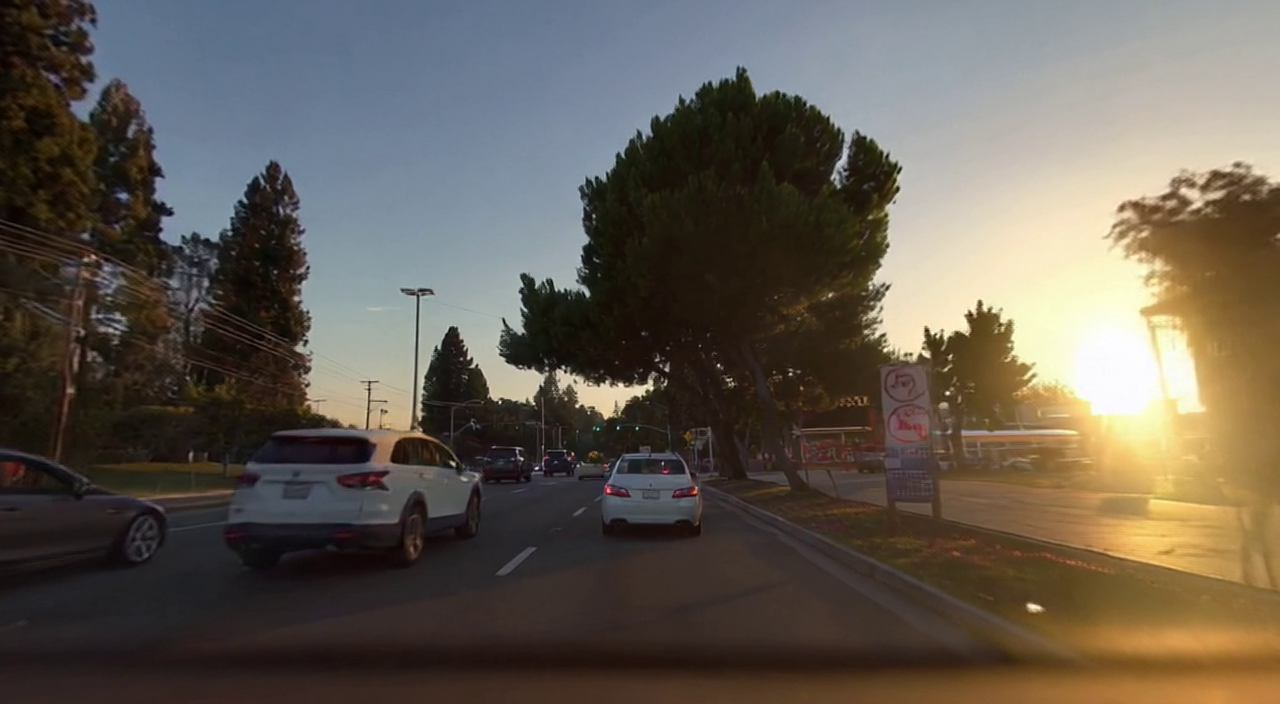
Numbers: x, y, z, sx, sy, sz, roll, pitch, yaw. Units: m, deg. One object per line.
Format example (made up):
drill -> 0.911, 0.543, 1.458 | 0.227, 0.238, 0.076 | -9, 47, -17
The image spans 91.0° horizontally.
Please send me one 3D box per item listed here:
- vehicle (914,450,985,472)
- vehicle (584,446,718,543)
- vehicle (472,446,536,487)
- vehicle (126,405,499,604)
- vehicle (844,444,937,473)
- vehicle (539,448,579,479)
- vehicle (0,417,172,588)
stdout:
vehicle -> 22.602, 7.985, 46.061 | 4.220, 1.550, 1.935 | -9, -13, 43
vehicle -> 0.214, 2.528, 11.876 | 2.091, 1.494, 3.962 | 0, -8, 1
vehicle -> -6.667, 5.625, 31.365 | 2.130, 1.900, 4.470 | 0, -8, 1
vehicle -> -3.414, 1.685, 7.948 | 2.055, 1.725, 4.732 | 0, -8, 1
vehicle -> 18.420, 7.820, 46.471 | 5.852, 1.962, 2.323 | -8, -11, 42
vehicle -> -6.227, 8.606, 49.088 | 2.348, 2.250, 5.004 | 0, -8, 2
vehicle -> -7.253, 1.471, 6.168 | 1.968, 1.657, 4.230 | 0, -8, 1
